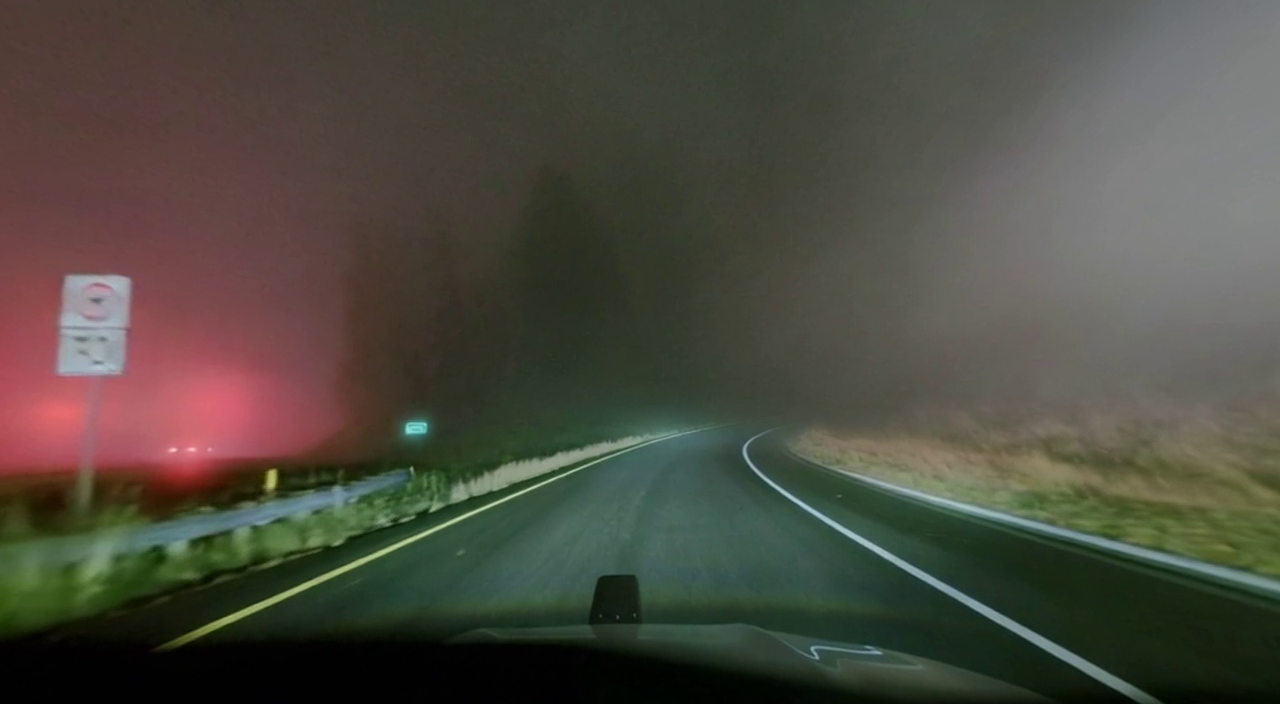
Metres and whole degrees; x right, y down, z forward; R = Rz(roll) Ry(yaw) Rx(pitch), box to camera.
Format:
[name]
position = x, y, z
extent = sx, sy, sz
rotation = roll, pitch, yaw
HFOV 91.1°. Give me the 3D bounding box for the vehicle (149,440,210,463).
[vehicle]
position = -31.938, 6.889, 43.748
extent = 1.895, 1.451, 4.168
rotation = 2, -8, -13
